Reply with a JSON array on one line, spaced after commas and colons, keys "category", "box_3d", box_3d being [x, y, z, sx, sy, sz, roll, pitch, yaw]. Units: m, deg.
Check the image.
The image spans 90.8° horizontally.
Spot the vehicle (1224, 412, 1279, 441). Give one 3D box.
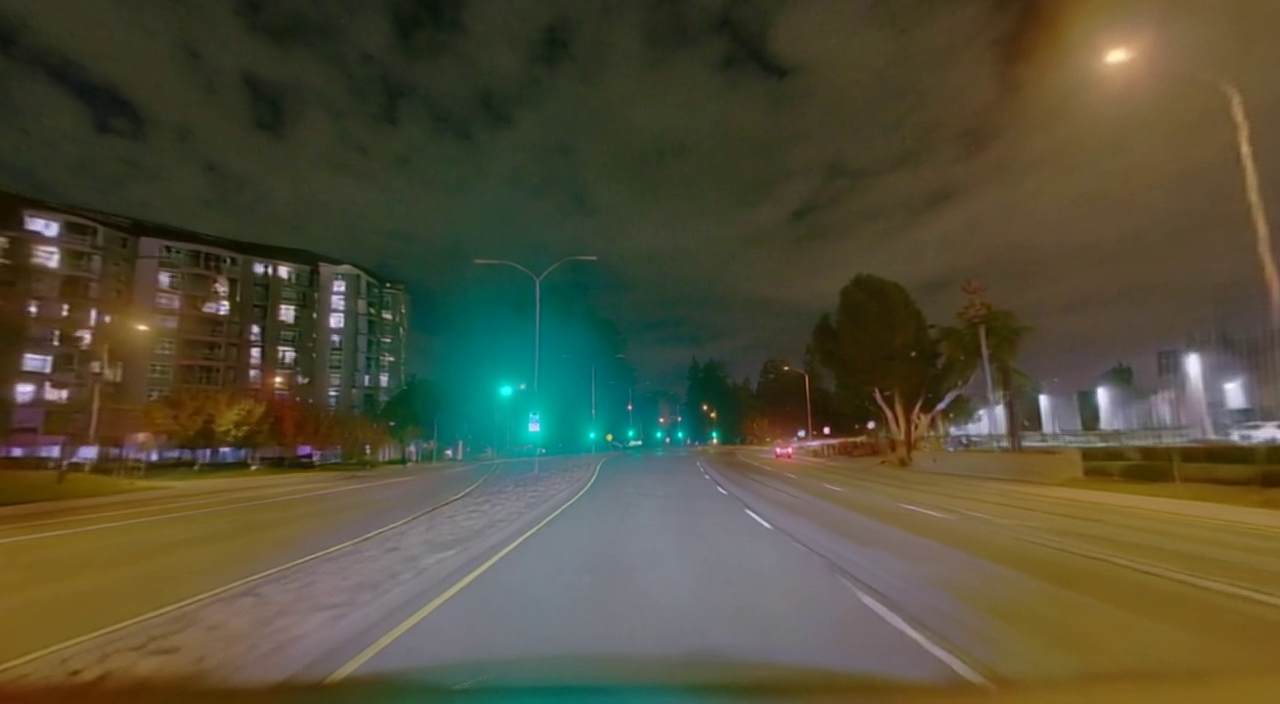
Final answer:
[{"category": "vehicle", "box_3d": [32.209, 3.804, 32.446, 3.328, 1.385, 1.570, 1, -9, -15]}]
